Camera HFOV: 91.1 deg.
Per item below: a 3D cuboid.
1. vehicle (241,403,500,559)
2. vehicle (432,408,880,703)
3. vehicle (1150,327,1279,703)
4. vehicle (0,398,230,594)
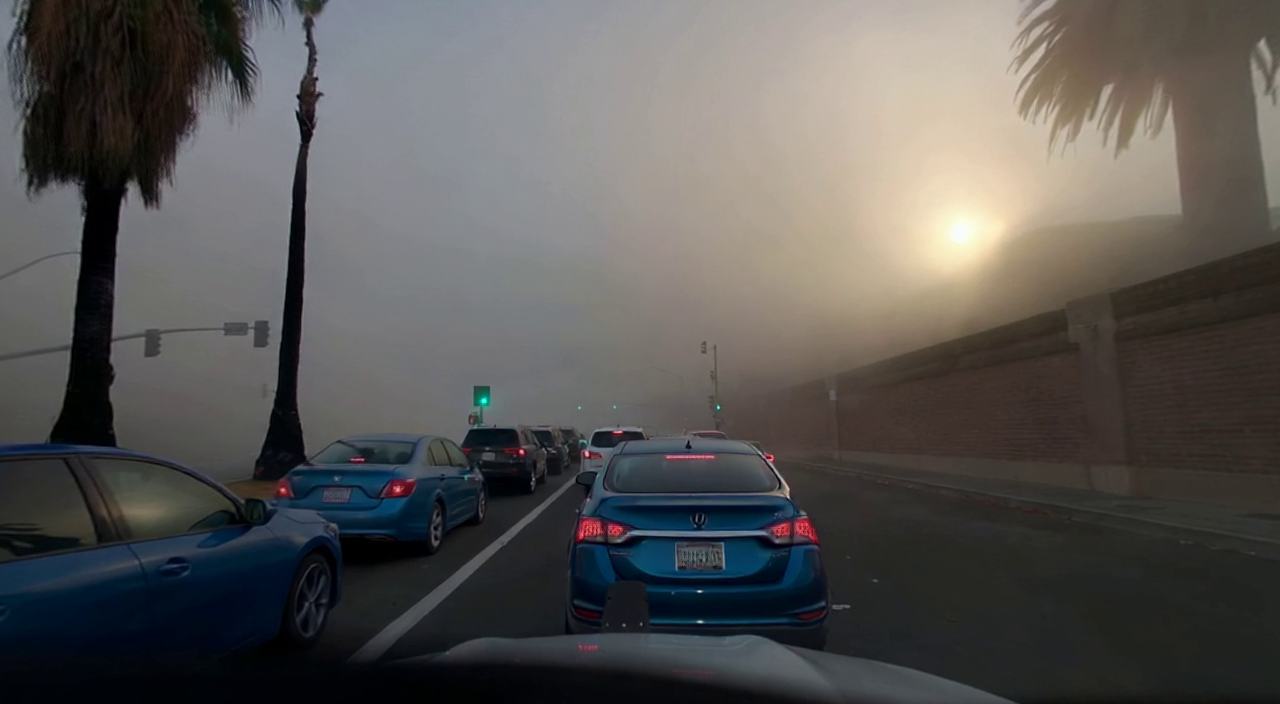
[{"bbox_3d":[-3.524,1.772,9.264,2.055,1.746,4.136,0,-8,-2],"label":"vehicle"},{"bbox_3d":[0.034,1.331,5.195,2.128,1.473,4.272,0,-8,-1],"label":"vehicle"},{"bbox_3d":[2.892,0.521,0.346,2.112,1.717,4.432,-2,-9,11],"label":"vehicle"},{"bbox_3d":[-6.682,1.401,6.380,1.963,1.721,4.662,0,-8,-2],"label":"vehicle"}]
